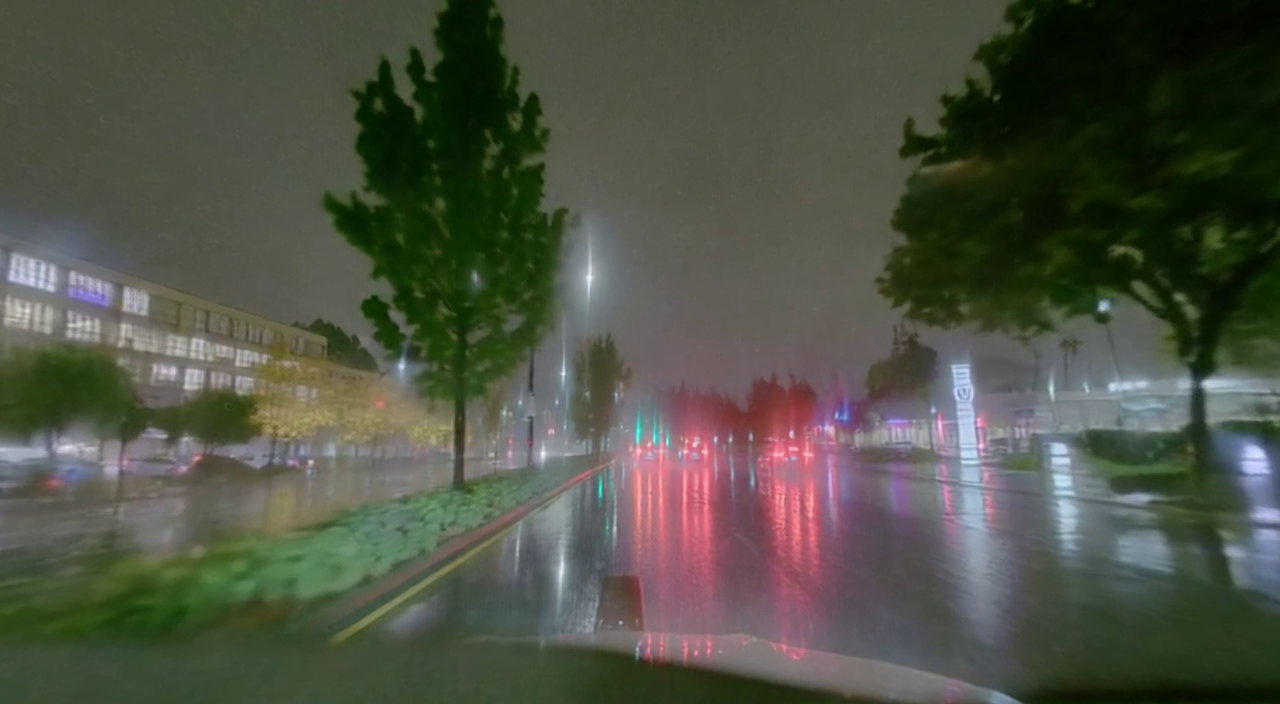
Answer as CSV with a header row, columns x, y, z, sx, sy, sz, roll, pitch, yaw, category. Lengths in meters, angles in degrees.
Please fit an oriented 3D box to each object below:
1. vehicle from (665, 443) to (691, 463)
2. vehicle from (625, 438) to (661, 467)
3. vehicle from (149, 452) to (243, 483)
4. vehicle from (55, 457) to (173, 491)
x,y,z,sx,sy,sz,roll,pitch,yaw,category
2.904,7.799,48.902,1.685,1.441,3.795,0,-8,-1,vehicle
0.173,6.282,39.506,2.100,1.683,4.231,0,-8,0,vehicle
-25.769,6.687,36.913,2.051,1.644,4.674,0,-8,1,vehicle
-26.315,6.083,31.845,1.815,1.470,4.581,-1,-8,4,vehicle
